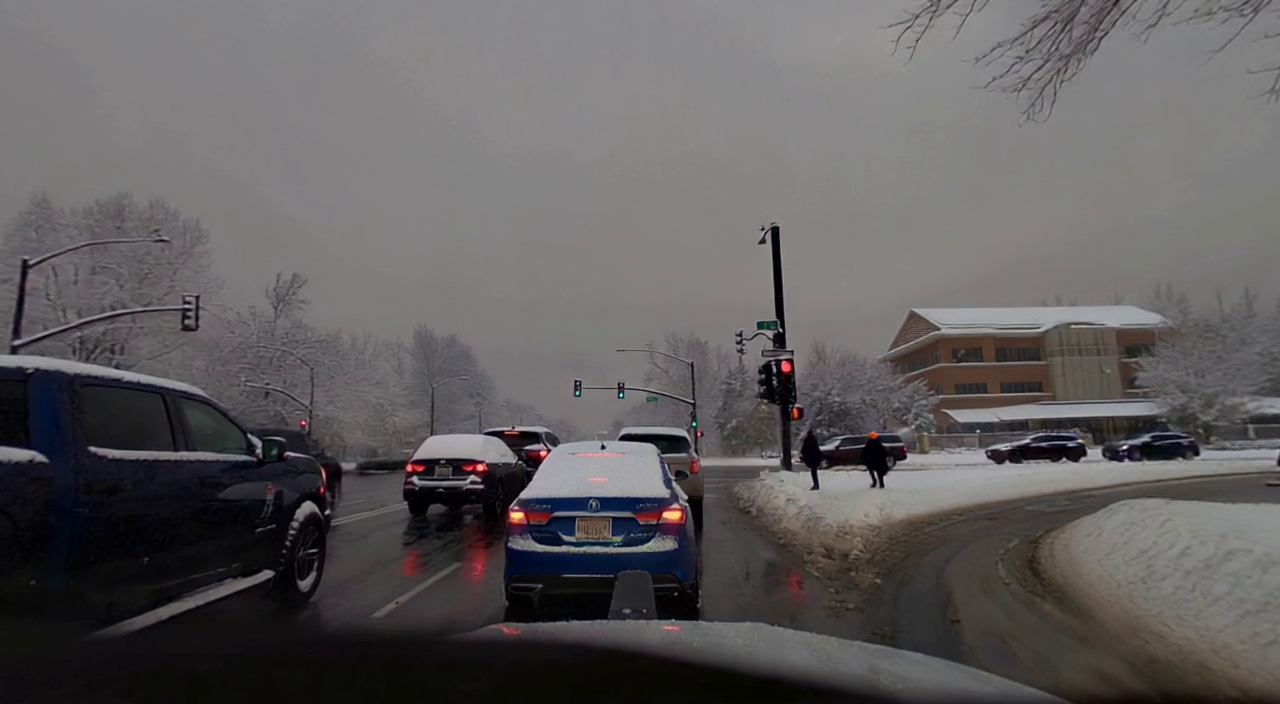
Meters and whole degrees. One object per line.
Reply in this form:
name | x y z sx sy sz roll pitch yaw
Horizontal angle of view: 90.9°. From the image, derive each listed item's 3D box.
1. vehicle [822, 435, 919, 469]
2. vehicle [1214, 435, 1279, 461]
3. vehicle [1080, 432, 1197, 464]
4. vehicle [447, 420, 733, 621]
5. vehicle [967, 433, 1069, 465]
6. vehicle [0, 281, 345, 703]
vehicle | 12.213 5.335 33.625 4.394 1.724 1.886 0 -9 1
vehicle | 36.268 5.513 36.145 4.643 1.464 1.840 -1 -9 3
vehicle | 28.946 5.577 36.707 4.967 1.794 2.044 0 -9 2
vehicle | -0.377 1.608 7.039 2.144 1.497 4.446 0 -9 0
vehicle | 21.944 5.655 36.712 4.529 1.786 2.110 0 -9 2
vehicle | -3.683 0.745 2.815 2.202 1.961 4.980 0 -9 1
